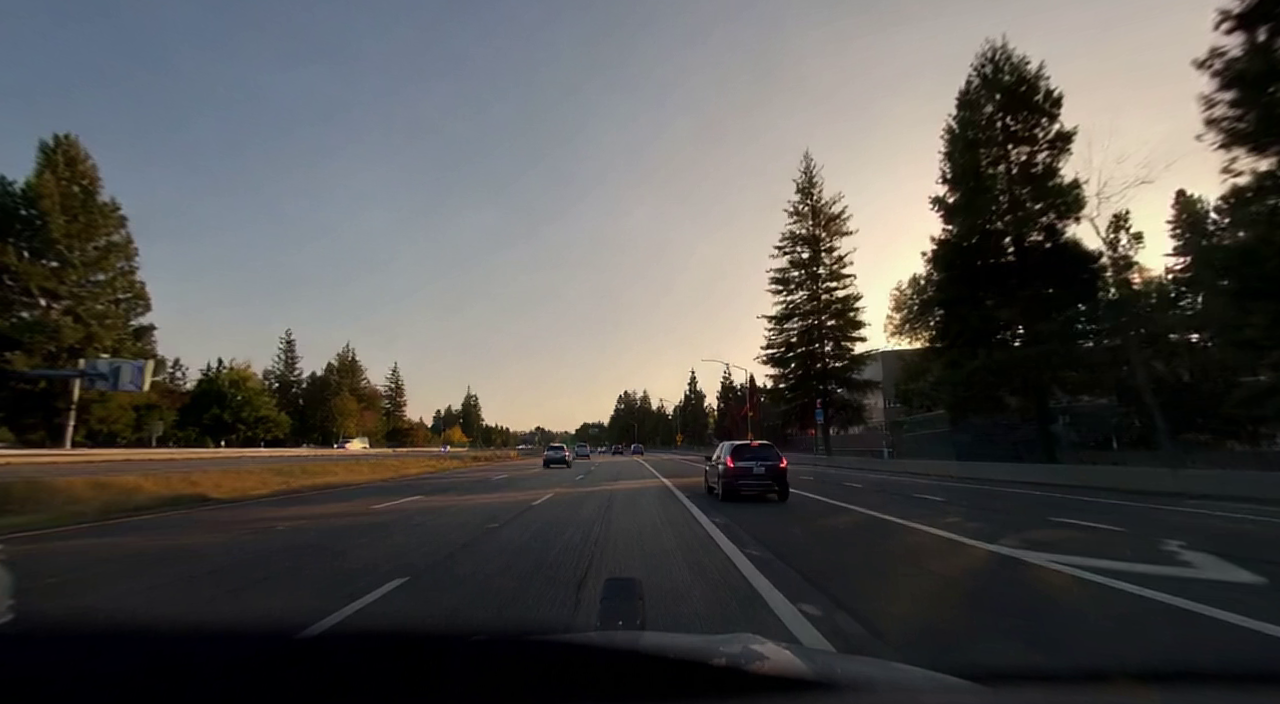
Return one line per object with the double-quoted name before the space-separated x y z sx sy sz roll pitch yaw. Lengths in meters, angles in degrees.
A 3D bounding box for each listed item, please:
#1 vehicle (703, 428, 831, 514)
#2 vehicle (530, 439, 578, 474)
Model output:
"vehicle" 2.741 2.683 14.758 1.997 1.686 4.247 0 -8 -2
"vehicle" -4.784 5.883 35.851 2.160 1.794 4.646 0 -8 -1
